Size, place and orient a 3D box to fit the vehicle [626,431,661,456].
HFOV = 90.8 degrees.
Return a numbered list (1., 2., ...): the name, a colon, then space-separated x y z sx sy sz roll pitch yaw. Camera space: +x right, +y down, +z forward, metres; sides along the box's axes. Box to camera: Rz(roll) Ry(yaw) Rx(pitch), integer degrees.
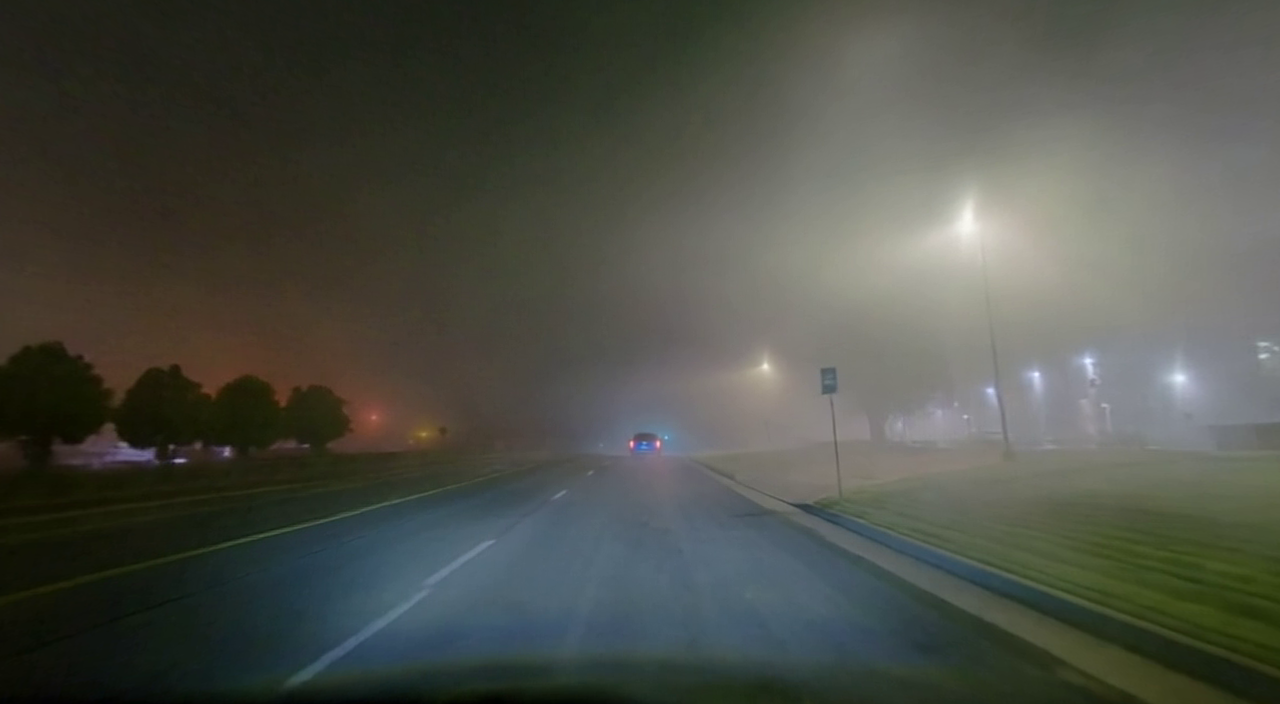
1. vehicle: 0.325 6.862 47.299 2.370 1.781 4.440 -1 -9 4
